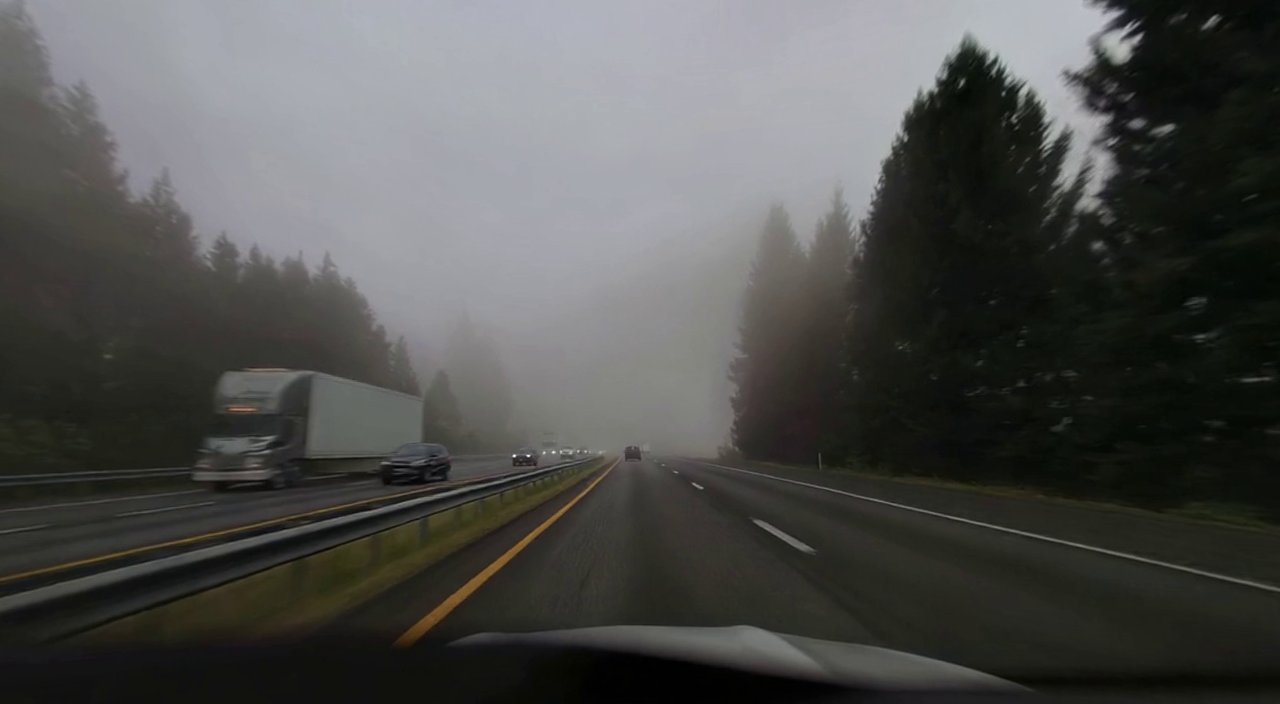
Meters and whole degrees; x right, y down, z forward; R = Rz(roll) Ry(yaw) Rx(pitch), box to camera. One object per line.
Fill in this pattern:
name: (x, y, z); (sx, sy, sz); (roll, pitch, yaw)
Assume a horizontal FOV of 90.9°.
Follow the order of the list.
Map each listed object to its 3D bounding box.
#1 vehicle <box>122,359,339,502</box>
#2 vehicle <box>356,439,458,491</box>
vehicle: (-12.881, 2.640, 20.649); (2.927, 4.012, 5.823); (0, -9, 0)
vehicle: (-8.293, 4.044, 22.884); (2.079, 1.693, 4.226); (0, -9, 0)
